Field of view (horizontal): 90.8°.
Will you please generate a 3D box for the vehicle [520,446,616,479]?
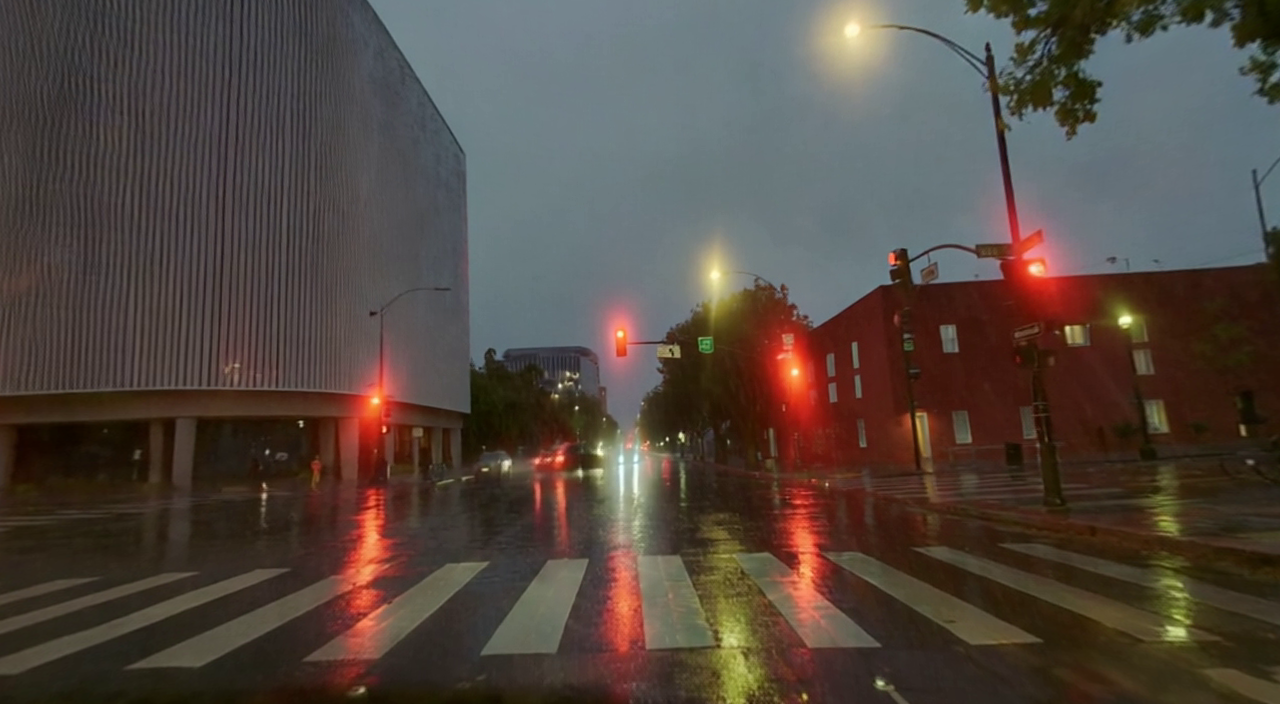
[{"bbox_3d":[-3.443,5.407,31.213,2.088,1.452,4.833,-6,-10,34],"label":"vehicle"}]
